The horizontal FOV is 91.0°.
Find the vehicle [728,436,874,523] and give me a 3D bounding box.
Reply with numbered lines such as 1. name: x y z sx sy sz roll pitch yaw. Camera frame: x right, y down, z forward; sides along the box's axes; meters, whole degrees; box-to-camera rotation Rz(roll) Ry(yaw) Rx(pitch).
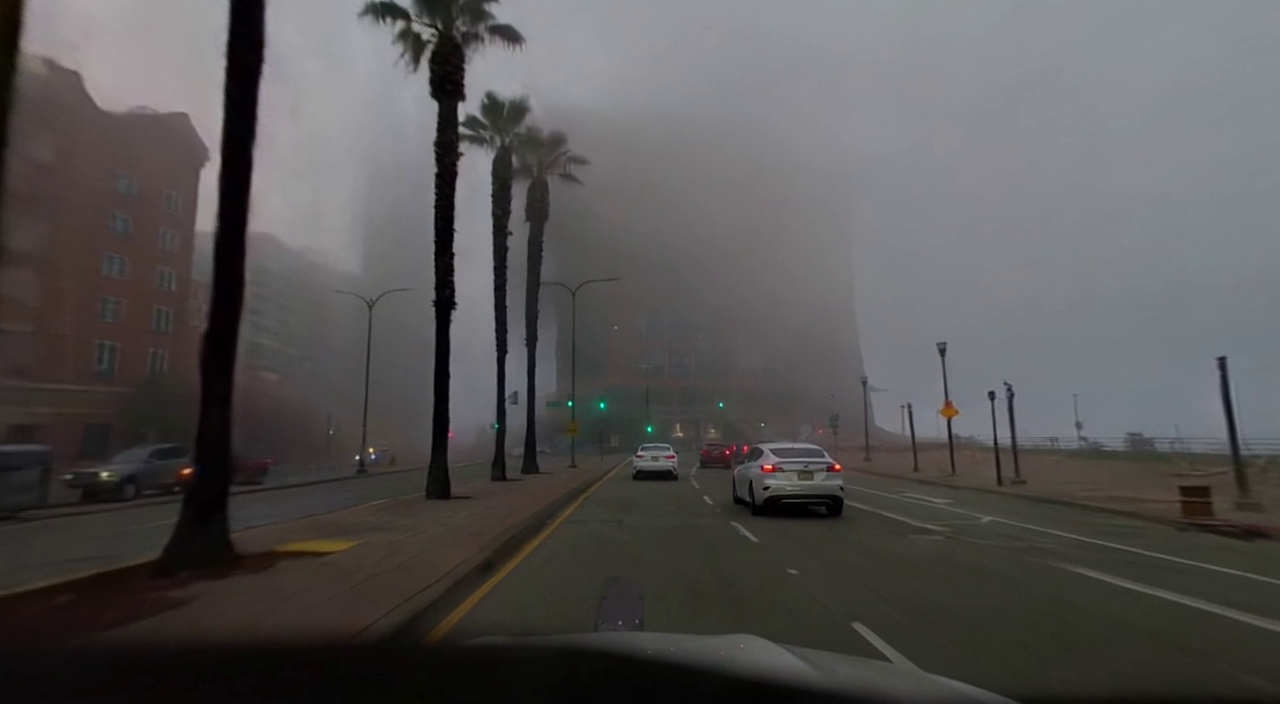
1. vehicle: 3.186 2.625 13.645 2.051 1.509 4.933 0 -9 2

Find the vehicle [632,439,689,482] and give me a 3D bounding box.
1. vehicle: 0.884 4.225 24.693 2.077 1.518 3.760 -1 -9 4

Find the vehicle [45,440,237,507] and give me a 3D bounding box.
1. vehicle: -15.699 3.802 20.300 2.048 1.830 5.136 0 -9 -1

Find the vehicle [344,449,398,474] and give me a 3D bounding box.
1. vehicle: -18.760 7.621 44.082 1.850 1.590 4.201 0 -9 1
